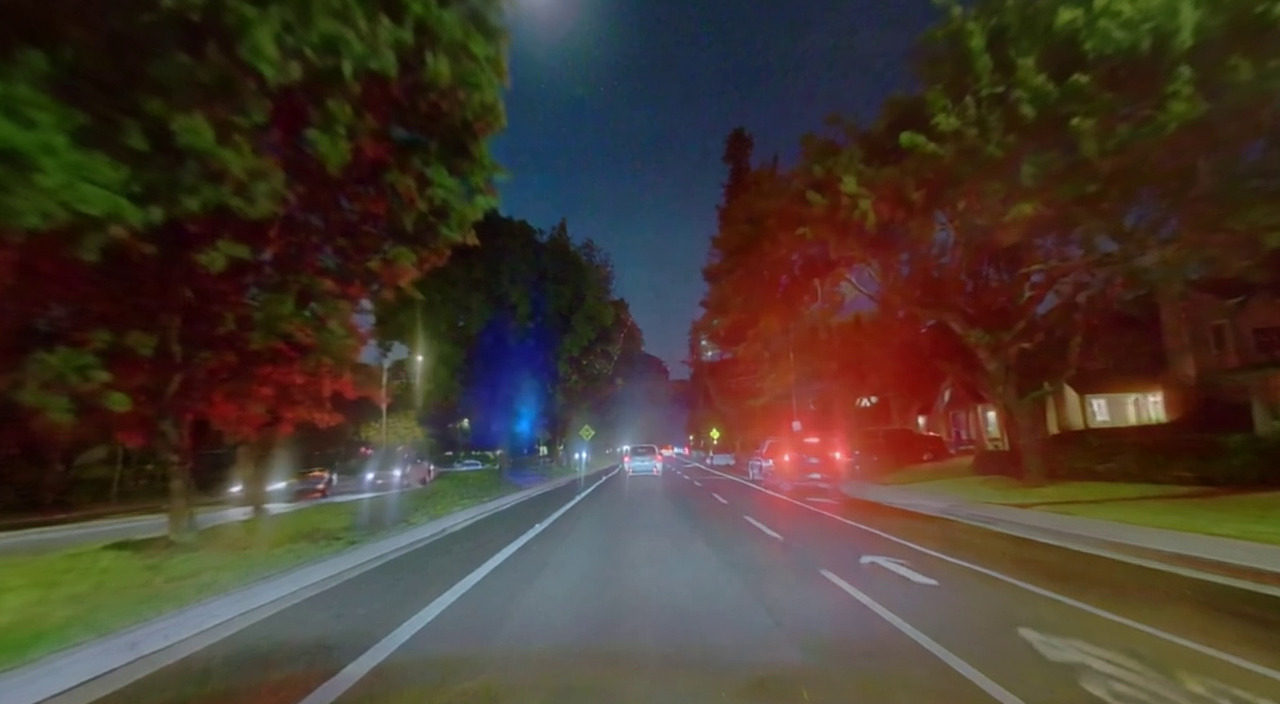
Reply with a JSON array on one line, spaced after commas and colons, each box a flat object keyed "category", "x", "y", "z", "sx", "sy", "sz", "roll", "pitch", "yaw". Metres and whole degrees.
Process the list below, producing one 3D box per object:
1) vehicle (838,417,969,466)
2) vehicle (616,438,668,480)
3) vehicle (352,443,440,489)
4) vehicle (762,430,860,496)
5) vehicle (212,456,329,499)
[{"category": "vehicle", "x": 11.921, "y": 4.119, "z": 28.862, "sx": 4.919, "sy": 1.886, "sz": 2.086, "roll": -3, "pitch": -10, "yaw": 2}, {"category": "vehicle", "x": 0.112, "y": 4.578, "z": 27.374, "sx": 2.106, "sy": 1.655, "sz": 3.717, "roll": 0, "pitch": -8, "yaw": 1}, {"category": "vehicle", "x": -10.288, "y": 4.801, "z": 27.041, "sx": 2.028, "sy": 1.759, "sz": 4.360, "roll": 0, "pitch": -8, "yaw": 0}, {"category": "vehicle", "x": 5.122, "y": 3.367, "z": 19.656, "sx": 2.045, "sy": 1.776, "sz": 4.851, "roll": 0, "pitch": -8, "yaw": 5}, {"category": "vehicle", "x": -14.365, "y": 4.871, "z": 24.926, "sx": 1.840, "sy": 1.450, "sz": 4.521, "roll": 0, "pitch": -8, "yaw": 1}]
